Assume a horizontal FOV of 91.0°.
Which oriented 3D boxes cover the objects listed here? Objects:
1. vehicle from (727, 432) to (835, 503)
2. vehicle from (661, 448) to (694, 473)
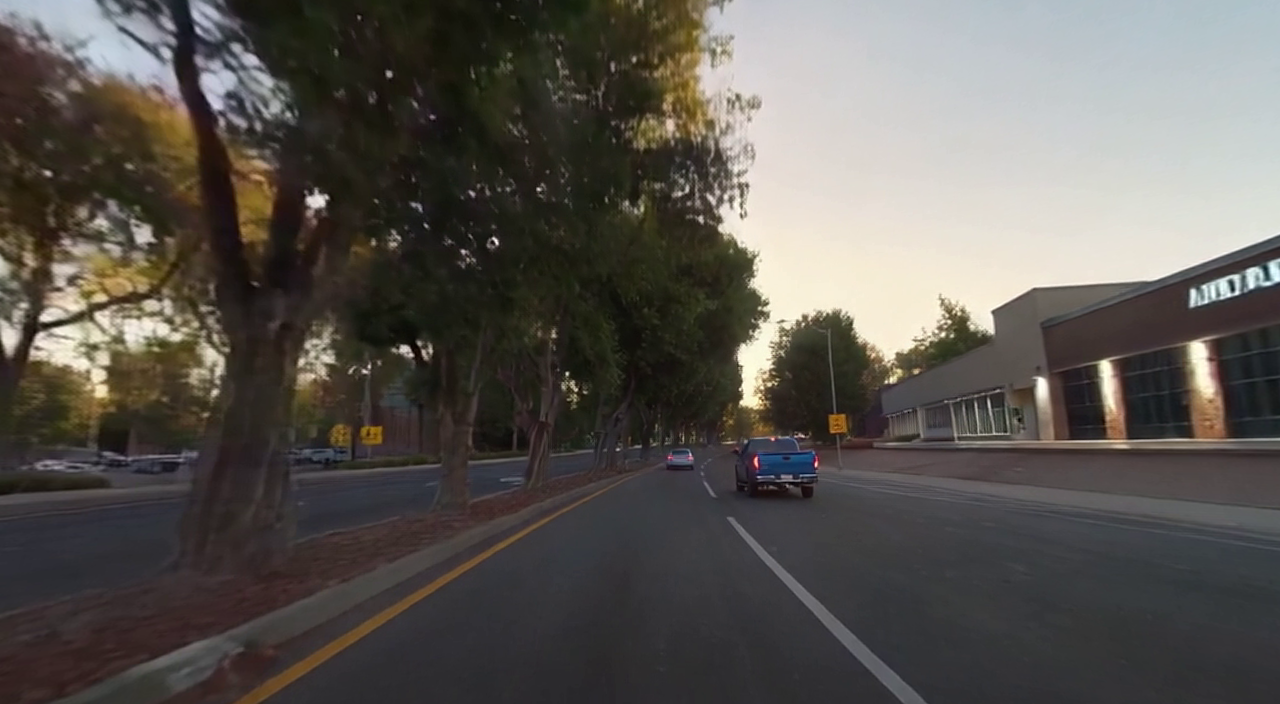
[{"bbox_3d":[4.271,3.616,20.211,2.367,1.919,5.651,0,-9,2],"label":"vehicle"},{"bbox_3d":[2.448,6.924,40.504,1.968,1.521,4.262,0,-9,5],"label":"vehicle"}]
